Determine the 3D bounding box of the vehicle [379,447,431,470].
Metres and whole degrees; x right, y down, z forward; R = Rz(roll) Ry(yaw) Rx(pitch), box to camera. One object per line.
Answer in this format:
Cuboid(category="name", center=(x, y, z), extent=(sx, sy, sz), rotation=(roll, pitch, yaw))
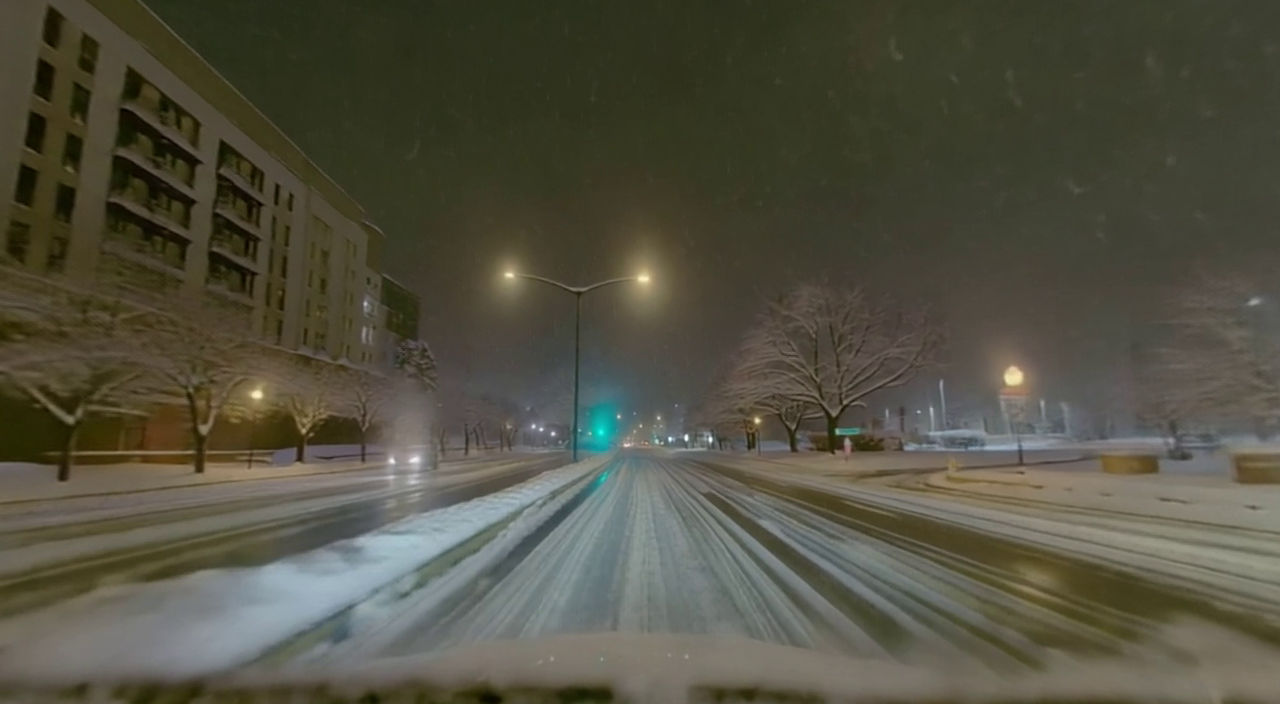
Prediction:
Cuboid(category="vehicle", center=(-16.126, 7.289, 43.589), extent=(1.908, 1.492, 4.285), rotation=(0, -9, 1))
